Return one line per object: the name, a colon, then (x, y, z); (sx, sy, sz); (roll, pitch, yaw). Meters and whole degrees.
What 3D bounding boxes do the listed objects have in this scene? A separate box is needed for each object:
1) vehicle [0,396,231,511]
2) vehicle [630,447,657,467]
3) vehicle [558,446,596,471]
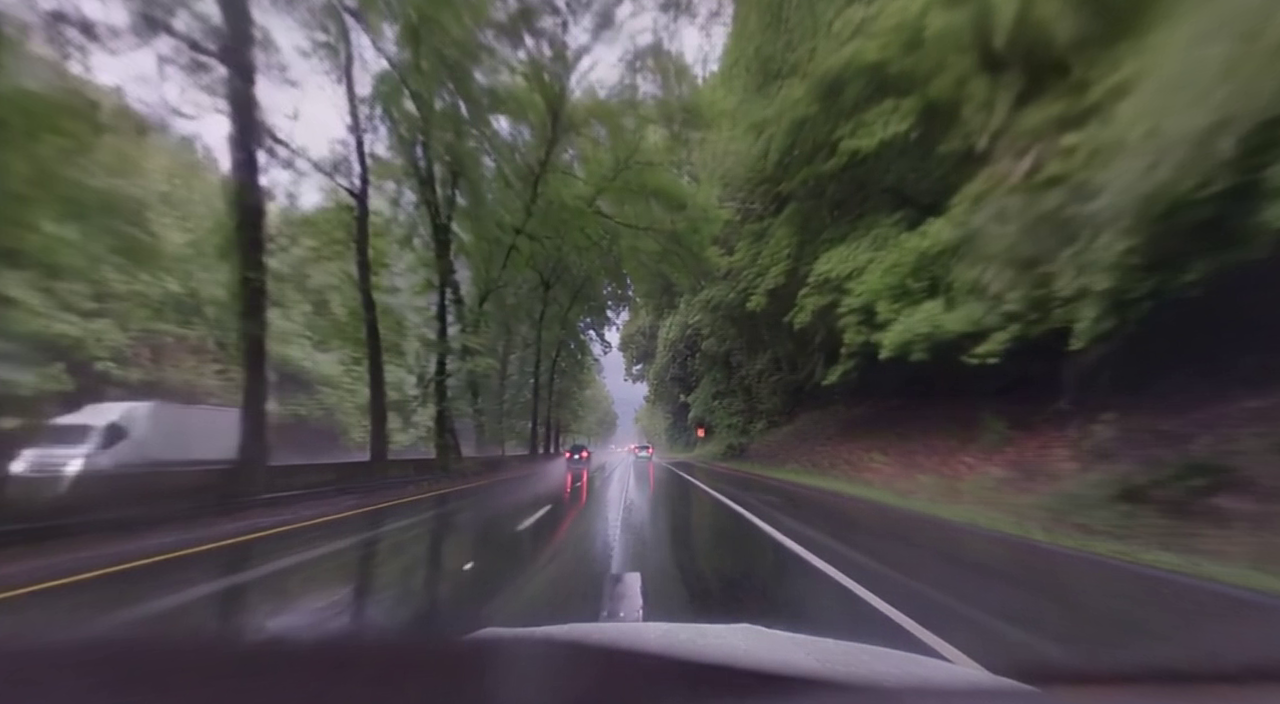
vehicle: (-19.293, 3.743, 23.468); (2.913, 3.570, 7.466); (0, -9, 0)
vehicle: (0.249, 7.965, 47.801); (1.989, 1.402, 3.831); (0, -9, 0)
vehicle: (-4.010, 6.841, 40.741); (2.112, 1.498, 4.117); (0, -9, -1)
